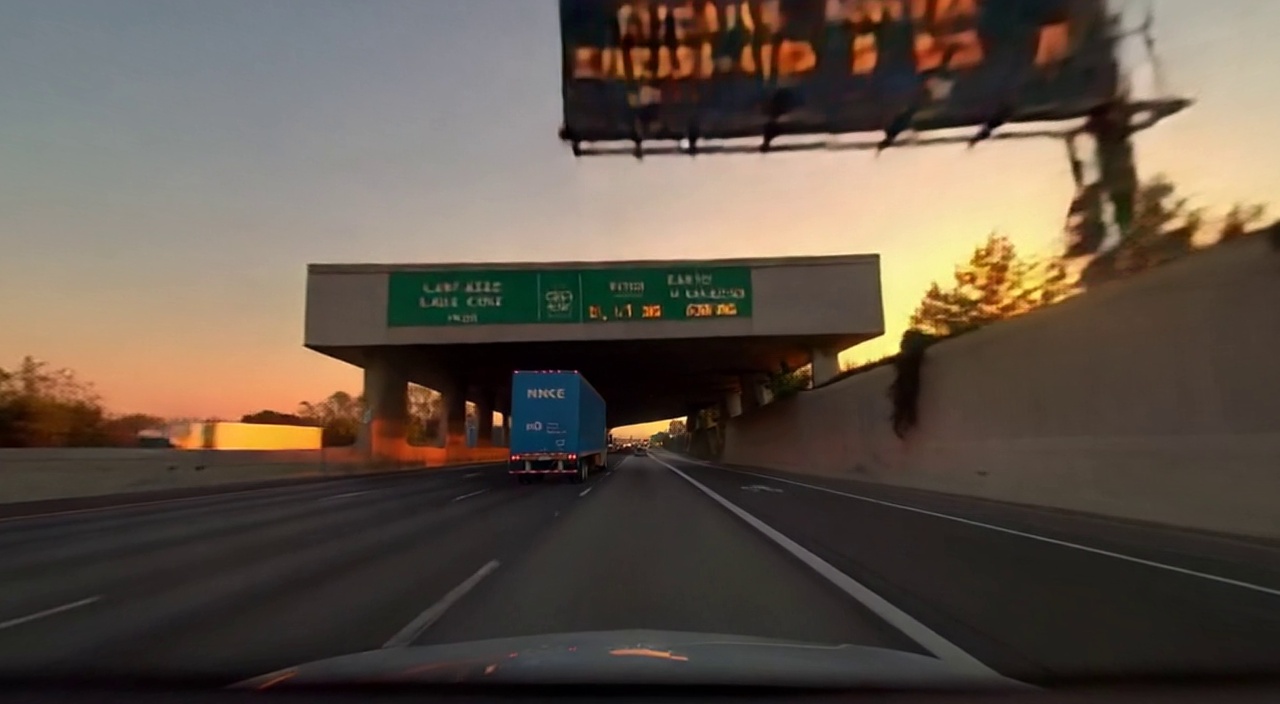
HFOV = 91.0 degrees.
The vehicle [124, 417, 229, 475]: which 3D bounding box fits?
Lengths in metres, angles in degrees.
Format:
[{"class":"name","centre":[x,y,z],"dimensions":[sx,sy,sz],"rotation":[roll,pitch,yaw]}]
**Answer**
[{"class":"vehicle","centre":[-31.576,6.440,43.186],"dimensions":[3.011,3.659,5.141],"rotation":[0,-9,2]}]

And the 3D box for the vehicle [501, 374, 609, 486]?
[{"class":"vehicle","centre":[-3.270,3.586,27.936],"dimensions":[3.059,3.956,11.036],"rotation":[0,-9,1]}]
